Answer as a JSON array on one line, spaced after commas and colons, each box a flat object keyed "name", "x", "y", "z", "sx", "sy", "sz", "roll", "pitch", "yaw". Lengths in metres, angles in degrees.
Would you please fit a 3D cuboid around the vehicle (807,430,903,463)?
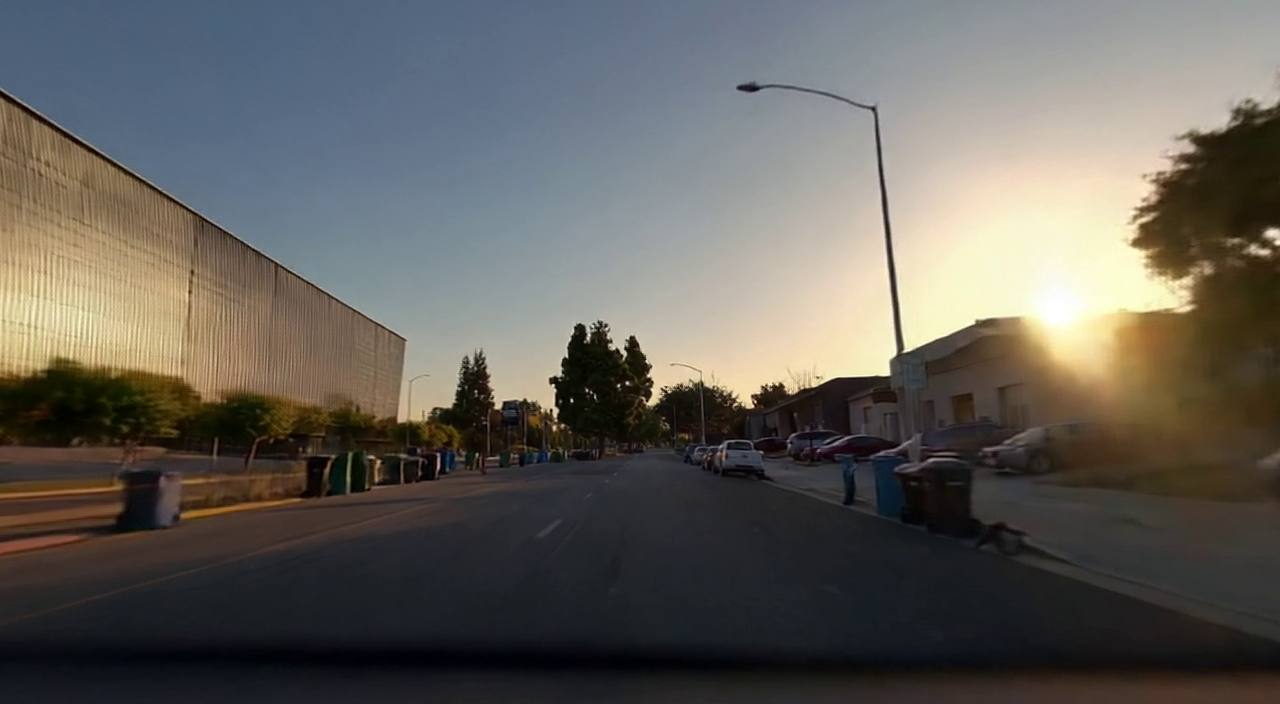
[{"name": "vehicle", "x": 12.232, "y": 5.411, "z": 36.104, "sx": 4.778, "sy": 1.520, "sz": 2.020, "roll": -5, "pitch": -9, "yaw": 8}]

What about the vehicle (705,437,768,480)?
[{"name": "vehicle", "x": 4.280, "y": 4.829, "z": 28.823, "sx": 2.078, "sy": 1.771, "sz": 5.174, "roll": 0, "pitch": -8, "yaw": 0}]

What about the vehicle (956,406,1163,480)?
[{"name": "vehicle", "x": 11.726, "y": 2.617, "z": 17.847, "sx": 4.418, "sy": 1.532, "sz": 1.889, "roll": -6, "pitch": -11, "yaw": -3}]
